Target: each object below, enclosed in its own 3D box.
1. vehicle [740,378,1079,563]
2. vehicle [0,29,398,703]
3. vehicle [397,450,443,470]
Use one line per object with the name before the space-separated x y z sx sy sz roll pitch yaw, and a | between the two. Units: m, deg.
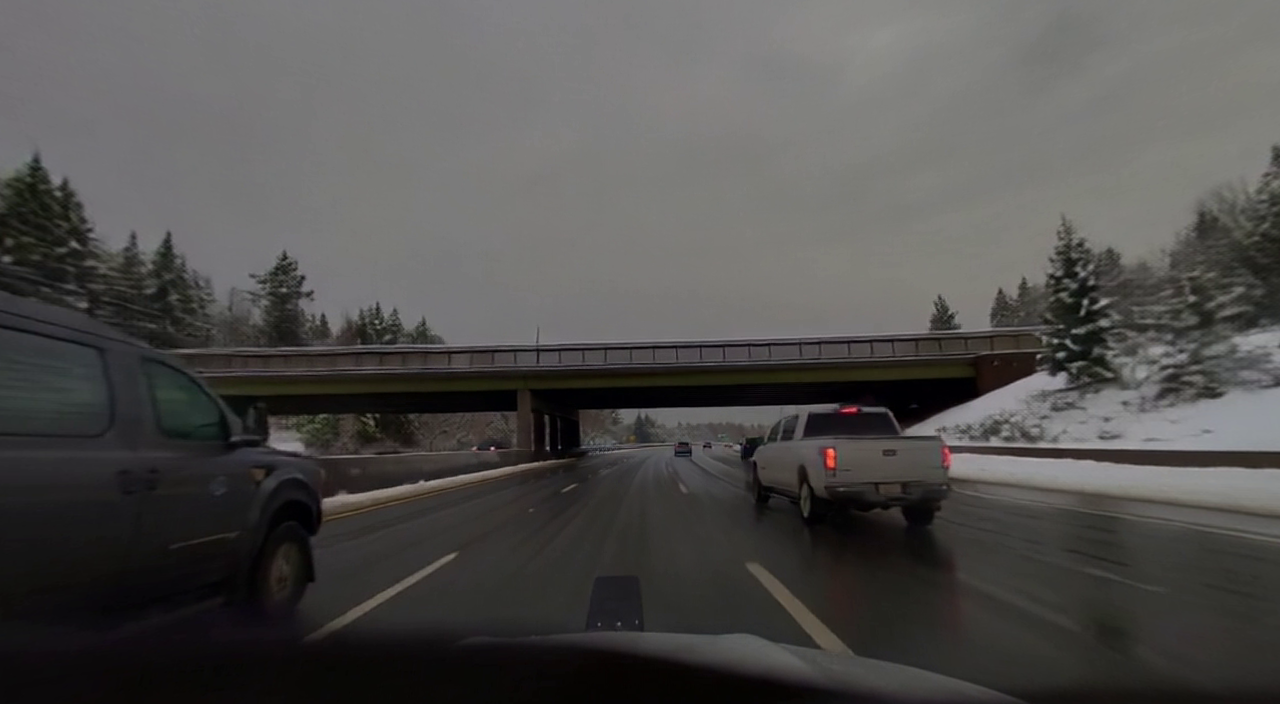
vehicle | 3.458 1.747 10.014 2.693 2.044 5.882 0 -9 -1
vehicle | -3.413 0.296 2.625 2.369 2.682 6.088 0 -9 0
vehicle | -17.085 8.377 49.278 1.850 1.488 4.507 0 -9 2
